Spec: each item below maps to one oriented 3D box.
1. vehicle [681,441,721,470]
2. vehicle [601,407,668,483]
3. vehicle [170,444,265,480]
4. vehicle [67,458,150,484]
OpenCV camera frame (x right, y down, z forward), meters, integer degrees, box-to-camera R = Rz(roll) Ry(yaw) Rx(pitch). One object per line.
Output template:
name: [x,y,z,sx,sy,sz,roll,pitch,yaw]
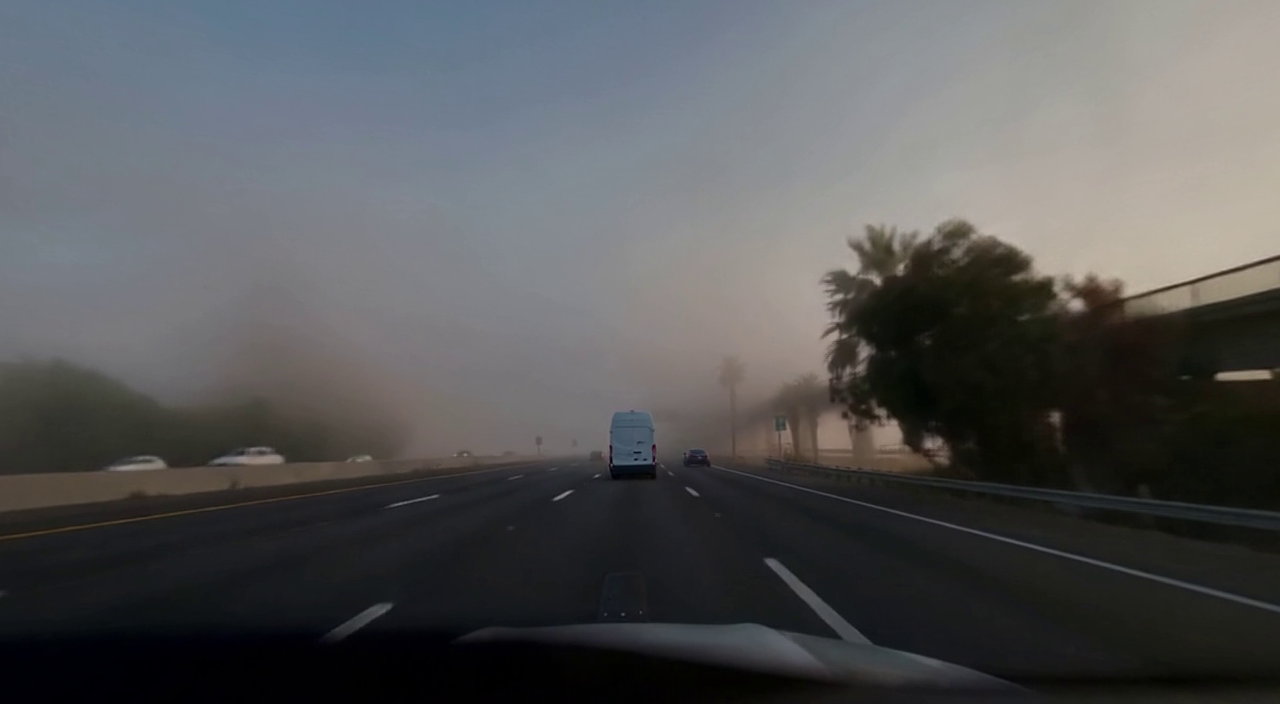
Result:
vehicle: [3.721,6.394,39.010,1.987,1.648,3.984,0,-9,-1]
vehicle: [-0.086,3.858,26.016,2.476,2.776,5.598,0,-9,2]
vehicle: [-28.659,7.428,42.877,2.265,2.281,5.988,0,-9,0]
vehicle: [-39.581,8.857,46.916,1.940,1.700,4.823,0,-8,-1]
